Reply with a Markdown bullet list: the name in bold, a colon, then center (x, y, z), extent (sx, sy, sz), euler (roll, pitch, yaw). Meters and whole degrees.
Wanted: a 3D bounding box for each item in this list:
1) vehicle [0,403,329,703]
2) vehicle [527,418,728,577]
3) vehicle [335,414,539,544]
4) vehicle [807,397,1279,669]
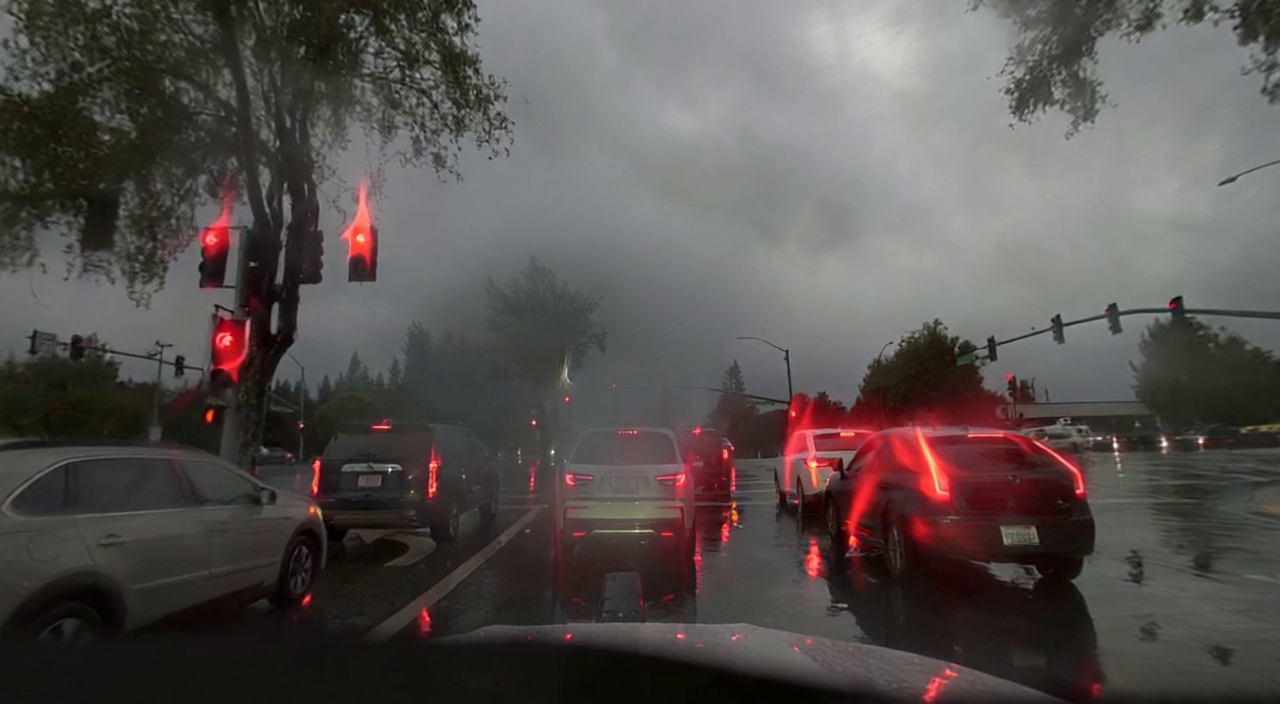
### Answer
- **vehicle**: center (-3.348, 0.948, 2.377), extent (1.863, 1.495, 4.667), euler (0, -8, 2)
- **vehicle**: center (-0.092, 1.803, 8.549), extent (2.106, 1.655, 3.717), euler (0, -8, 1)
- **vehicle**: center (-3.219, 2.113, 11.159), extent (2.048, 1.805, 4.405), euler (0, -8, 1)
- **vehicle**: center (3.233, 1.441, 6.190), extent (2.006, 1.659, 4.462), euler (0, -8, 1)
